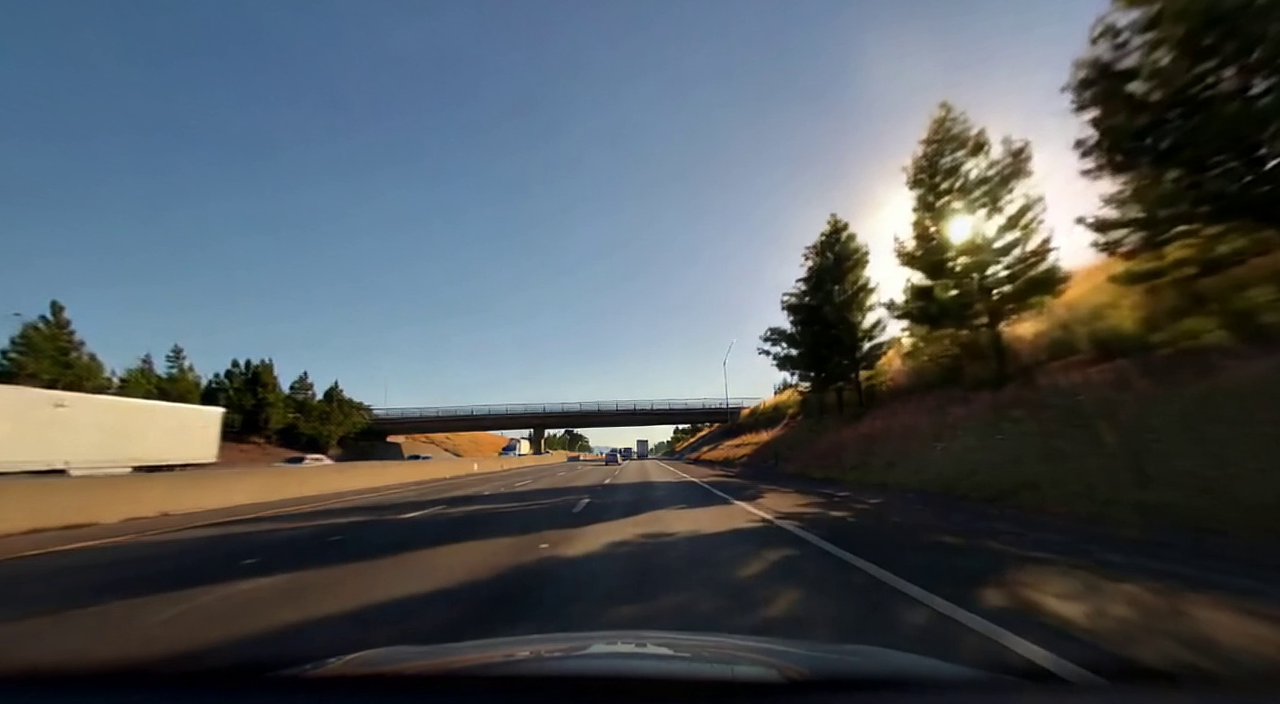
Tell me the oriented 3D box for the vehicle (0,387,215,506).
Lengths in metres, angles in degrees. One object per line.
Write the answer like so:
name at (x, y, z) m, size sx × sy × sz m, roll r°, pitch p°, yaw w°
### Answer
vehicle at (-22.316, 3.375, 22.437) m, size 2.908 × 3.830 × 16.795 m, roll 0°, pitch -9°, yaw -1°

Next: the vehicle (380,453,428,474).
vehicle at (-18.074, 8.561, 48.601) m, size 1.826 × 1.491 × 4.766 m, roll 0°, pitch -9°, yaw 0°

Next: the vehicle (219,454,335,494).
vehicle at (-14.750, 4.962, 25.967) m, size 2.128 × 1.471 × 4.471 m, roll 0°, pitch -9°, yaw 0°
